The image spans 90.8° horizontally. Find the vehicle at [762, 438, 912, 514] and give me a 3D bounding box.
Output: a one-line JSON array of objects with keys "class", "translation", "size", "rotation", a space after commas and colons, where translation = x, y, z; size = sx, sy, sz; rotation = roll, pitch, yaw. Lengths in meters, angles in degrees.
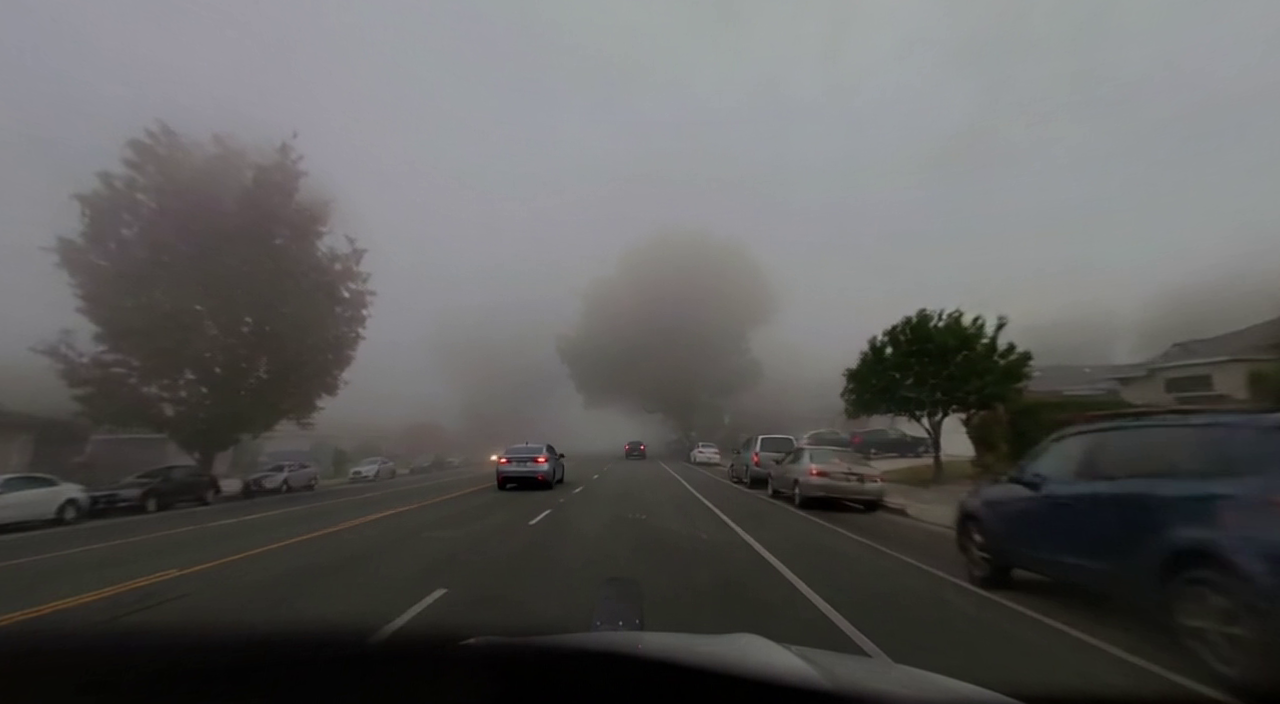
[{"class": "vehicle", "translation": [4.371, 2.814, 14.940], "size": [1.933, 1.463, 4.735], "rotation": [0, -8, -1]}]

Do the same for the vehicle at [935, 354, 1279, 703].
[{"class": "vehicle", "translation": [4.117, 1.116, 4.464], "size": [1.943, 1.788, 4.462], "rotation": [0, -8, 1]}]

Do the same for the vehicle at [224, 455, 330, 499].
[{"class": "vehicle", "translation": [-14.730, 5.080, 25.930], "size": [1.811, 1.433, 4.564], "rotation": [-6, -10, -2]}]

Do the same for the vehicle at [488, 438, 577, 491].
[{"class": "vehicle", "translation": [-3.260, 3.511, 20.142], "size": [2.027, 1.477, 4.413], "rotation": [0, -8, 1]}]

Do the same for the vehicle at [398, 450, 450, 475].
[{"class": "vehicle", "translation": [-14.671, 7.530, 43.176], "size": [1.898, 1.530, 4.675], "rotation": [0, -8, -1]}]

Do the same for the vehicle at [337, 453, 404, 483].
[{"class": "vehicle", "translation": [-14.602, 6.283, 34.456], "size": [1.847, 1.494, 4.189], "rotation": [0, -8, -1]}]

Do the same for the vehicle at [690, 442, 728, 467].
[{"class": "vehicle", "translation": [4.230, 6.352, 39.364], "size": [1.890, 1.459, 4.371], "rotation": [0, -8, 0]}]

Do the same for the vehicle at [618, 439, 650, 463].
[{"class": "vehicle", "translation": [-0.405, 6.754, 43.231], "size": [2.088, 1.495, 4.048], "rotation": [0, -8, -1]}]

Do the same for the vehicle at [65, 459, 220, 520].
[{"class": "vehicle", "translation": [-14.543, 4.011, 18.771], "size": [1.681, 1.419, 3.859], "rotation": [-5, -10, -4]}]
